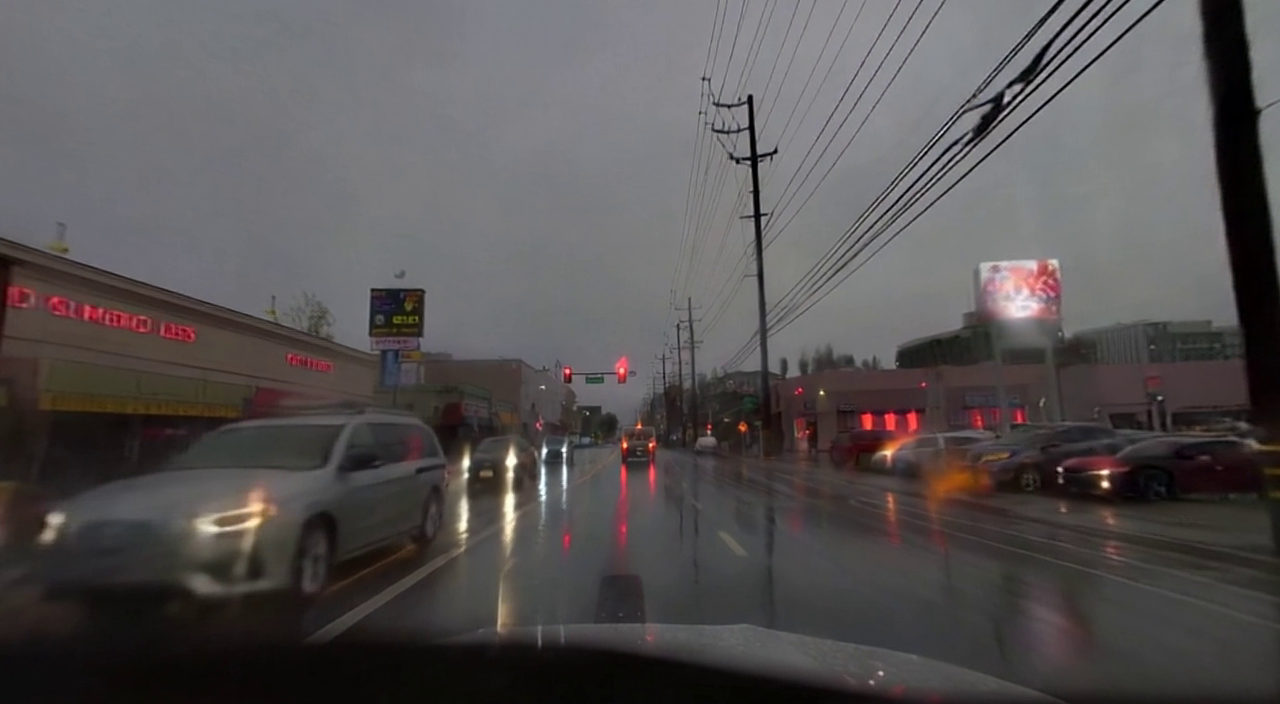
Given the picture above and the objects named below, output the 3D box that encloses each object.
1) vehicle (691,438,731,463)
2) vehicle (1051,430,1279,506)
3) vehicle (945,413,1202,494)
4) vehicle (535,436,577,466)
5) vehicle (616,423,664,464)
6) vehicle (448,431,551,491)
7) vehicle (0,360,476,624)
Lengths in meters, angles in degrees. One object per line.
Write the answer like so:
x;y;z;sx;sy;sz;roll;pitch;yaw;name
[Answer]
4.402;6.190;39.807;1.926;1.482;4.442;0;-8;0;vehicle
11.476;2.406;13.310;4.238;1.464;1.862;-1;-9;2;vehicle
10.778;2.540;16.031;4.937;1.827;2.042;-1;-8;1;vehicle
-4.711;5.627;35.929;1.875;1.595;3.901;0;-8;-1;vehicle
0.028;5.646;39.060;2.683;2.295;6.404;0;-8;0;vehicle
-4.118;3.291;19.437;2.033;1.572;4.939;0;-8;0;vehicle
-3.773;1.413;7.430;2.277;1.904;5.583;0;-8;-1;vehicle
